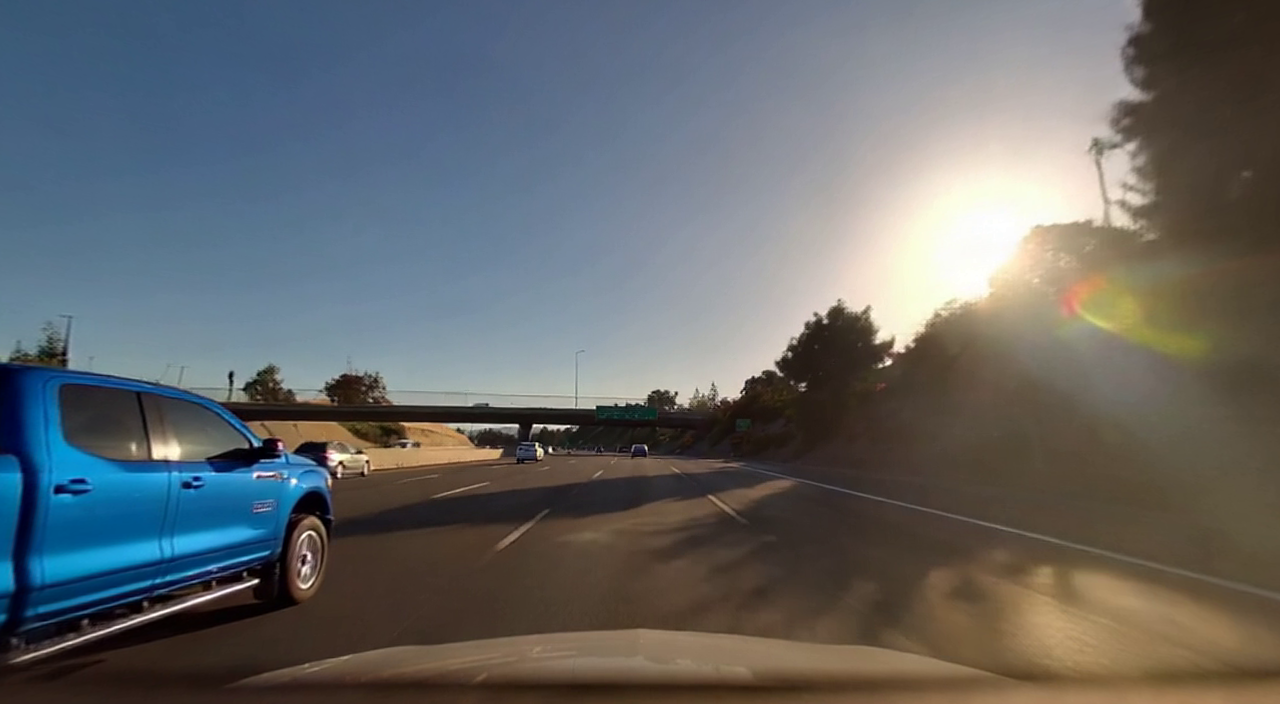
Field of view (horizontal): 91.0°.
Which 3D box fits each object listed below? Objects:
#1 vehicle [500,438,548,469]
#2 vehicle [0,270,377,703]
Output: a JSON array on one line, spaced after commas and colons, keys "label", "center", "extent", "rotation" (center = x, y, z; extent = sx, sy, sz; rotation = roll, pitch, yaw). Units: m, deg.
[{"label": "vehicle", "center": [-7.729, 6.842, 42.608], "extent": [2.260, 1.917, 5.499], "rotation": [0, -9, -1]}, {"label": "vehicle", "center": [-3.852, 0.764, 3.237], "extent": [2.339, 2.004, 6.171], "rotation": [0, -9, 0]}]
